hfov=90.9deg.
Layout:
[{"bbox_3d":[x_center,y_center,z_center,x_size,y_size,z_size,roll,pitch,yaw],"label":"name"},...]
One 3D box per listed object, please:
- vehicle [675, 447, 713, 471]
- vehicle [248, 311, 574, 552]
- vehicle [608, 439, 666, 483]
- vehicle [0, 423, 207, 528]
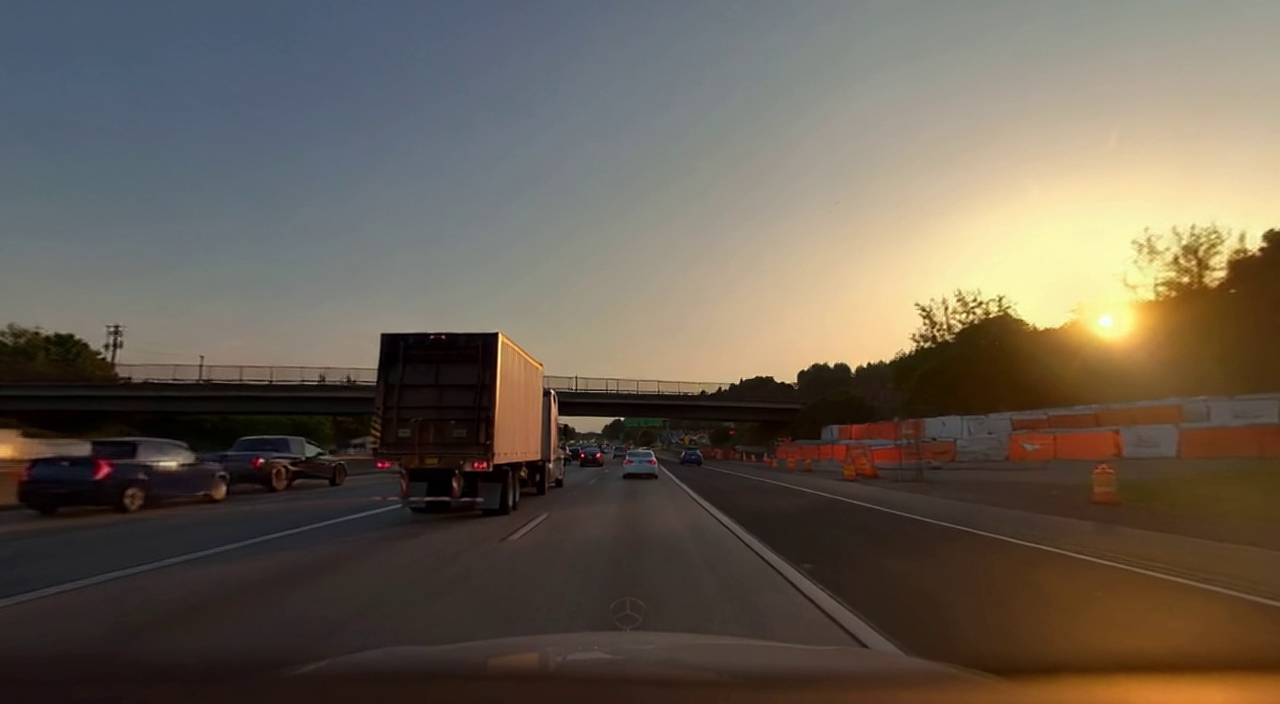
[{"bbox_3d":[3.405,6.858,40.581,2.003,1.465,4.092,0,-8,-1],"label":"vehicle"},{"bbox_3d":[-3.665,1.854,14.144,3.075,3.276,11.073,0,-8,0],"label":"vehicle"},{"bbox_3d":[-0.159,4.589,26.872,2.270,1.696,4.061,0,-8,-1],"label":"vehicle"},{"bbox_3d":[-11.574,2.427,13.012,1.999,1.764,4.597,0,-8,0],"label":"vehicle"}]
